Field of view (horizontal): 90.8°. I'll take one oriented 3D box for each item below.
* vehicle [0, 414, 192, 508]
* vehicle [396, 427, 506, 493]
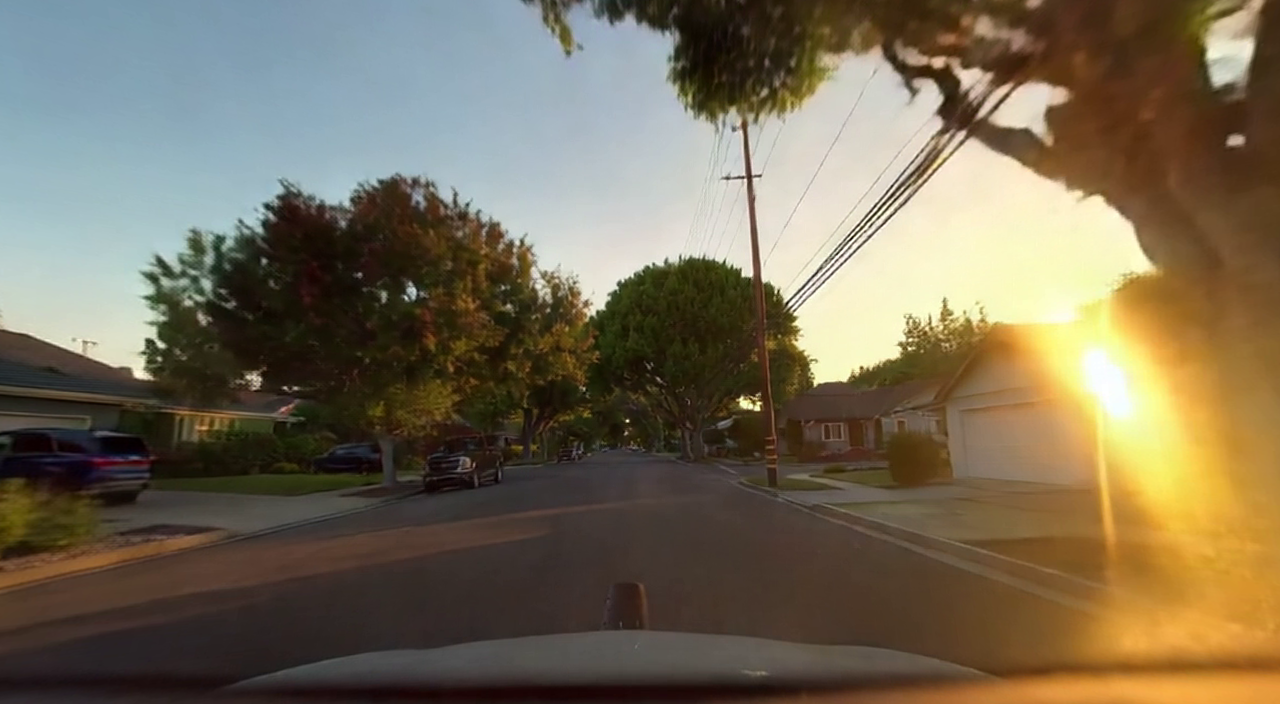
[{"bbox_3d":[-13.771,2.499,14.634,5.033,1.997,2.126,0,-9,-2],"label":"vehicle"},{"bbox_3d":[-7.148,4.230,24.811,2.739,2.164,6.065,-1,-9,-3],"label":"vehicle"}]
